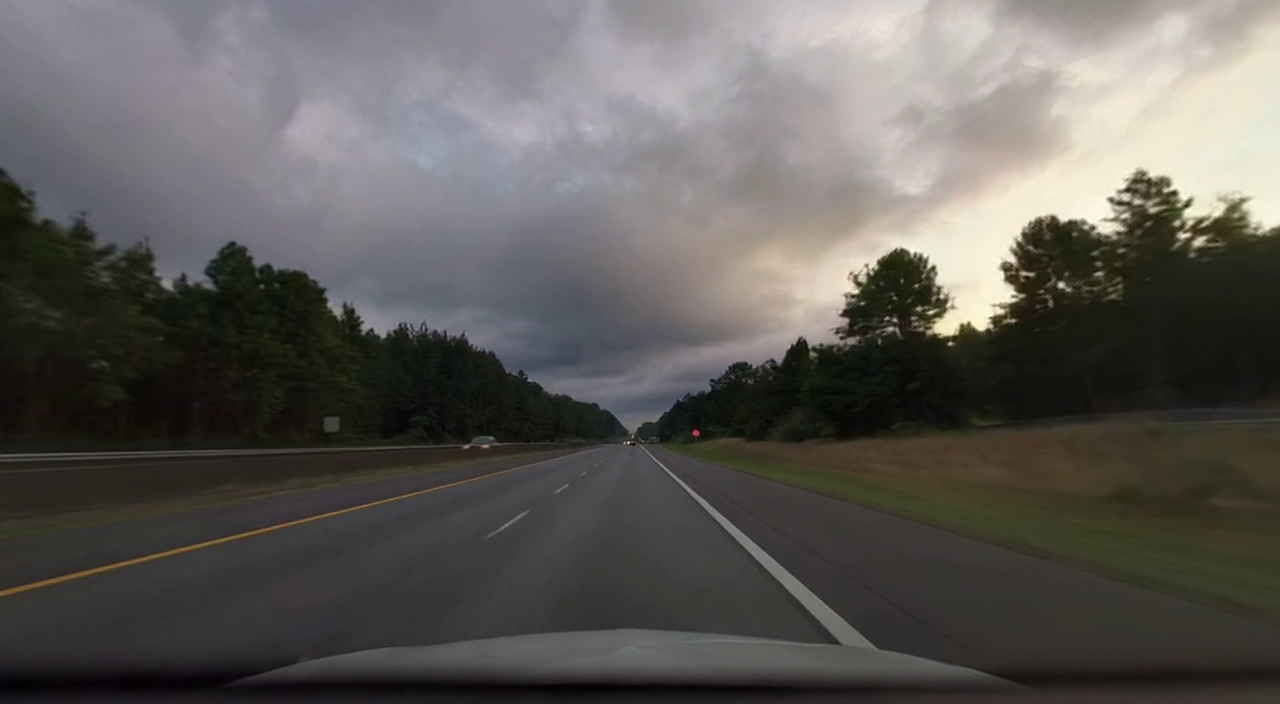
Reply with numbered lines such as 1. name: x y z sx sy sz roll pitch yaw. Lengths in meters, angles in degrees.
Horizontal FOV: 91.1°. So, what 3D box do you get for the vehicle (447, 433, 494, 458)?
1. vehicle: -11.421 6.306 42.609 1.983 1.598 4.547 0 -8 -1
